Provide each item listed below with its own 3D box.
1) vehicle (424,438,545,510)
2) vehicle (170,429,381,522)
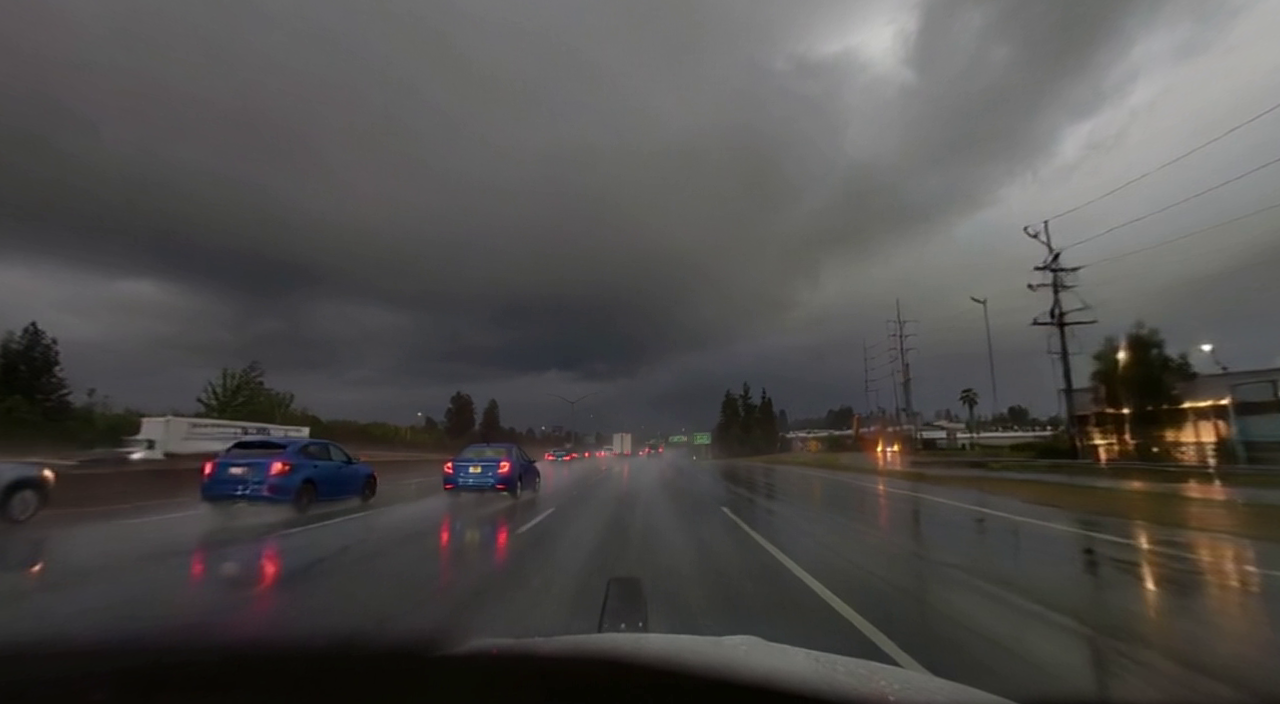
[{"bbox_3d":[-3.633,2.904,15.476,1.953,1.511,3.704,-1,-8,1],"label":"vehicle"},{"bbox_3d":[-7.609,2.580,13.809,1.970,1.682,4.297,-1,-8,1],"label":"vehicle"}]
